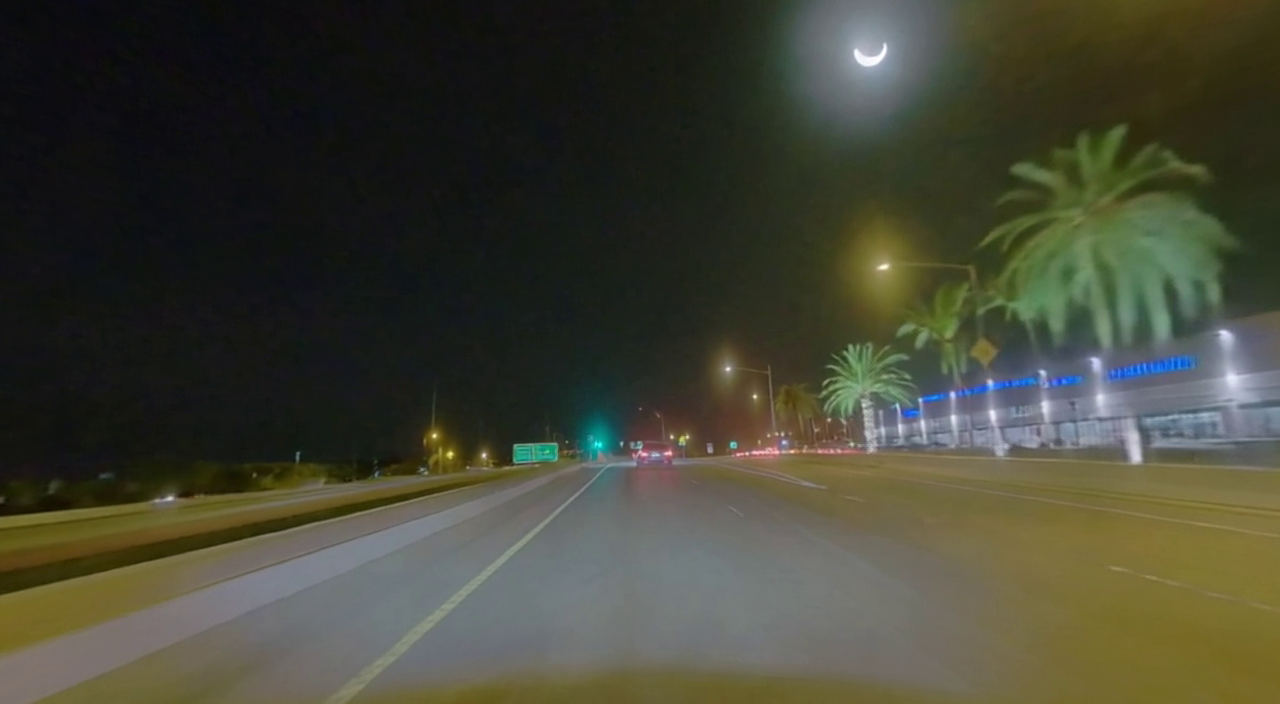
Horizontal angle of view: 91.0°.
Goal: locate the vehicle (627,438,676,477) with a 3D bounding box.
[{"bbox_3d":[0.469,4.962,29.803,2.089,1.718,4.193,0,-9,-2],"label":"vehicle"}]
